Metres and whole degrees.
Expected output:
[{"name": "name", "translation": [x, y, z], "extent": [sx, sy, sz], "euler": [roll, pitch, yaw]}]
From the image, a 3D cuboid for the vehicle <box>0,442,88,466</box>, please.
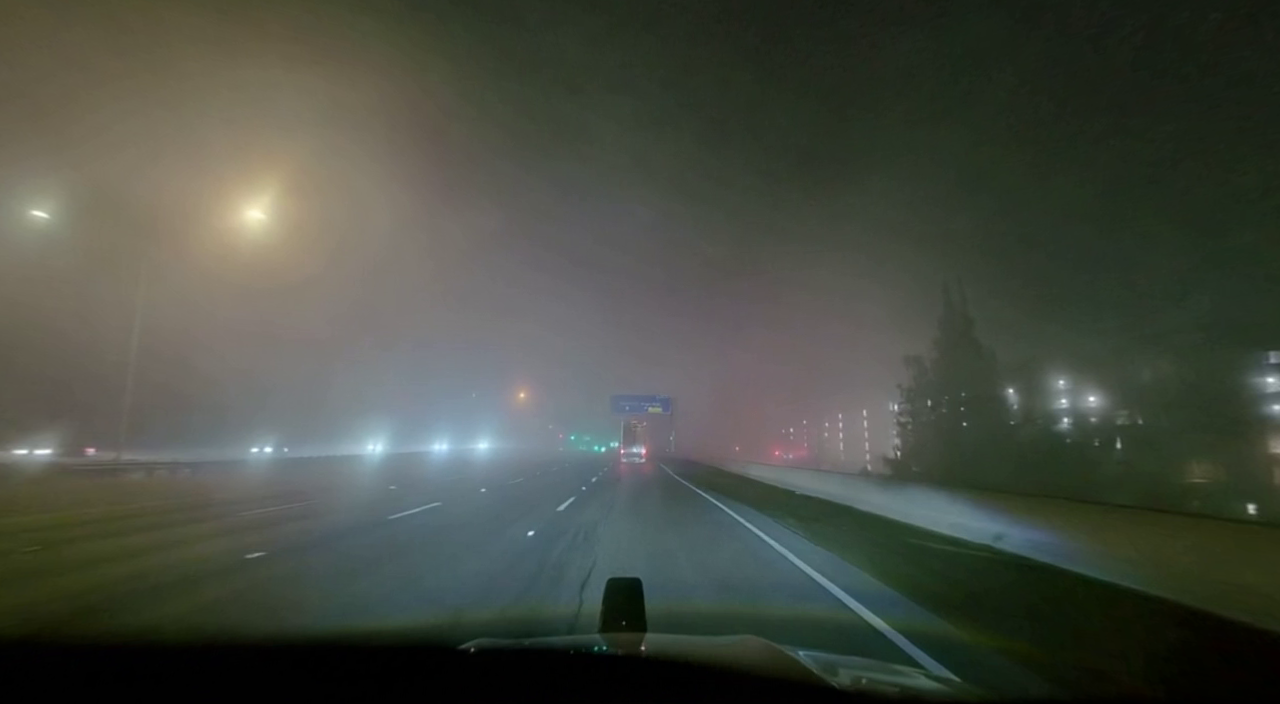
[{"name": "vehicle", "translation": [-37.172, 6.355, 39.388], "extent": [1.755, 1.446, 3.906], "euler": [-1, -9, 1]}]
